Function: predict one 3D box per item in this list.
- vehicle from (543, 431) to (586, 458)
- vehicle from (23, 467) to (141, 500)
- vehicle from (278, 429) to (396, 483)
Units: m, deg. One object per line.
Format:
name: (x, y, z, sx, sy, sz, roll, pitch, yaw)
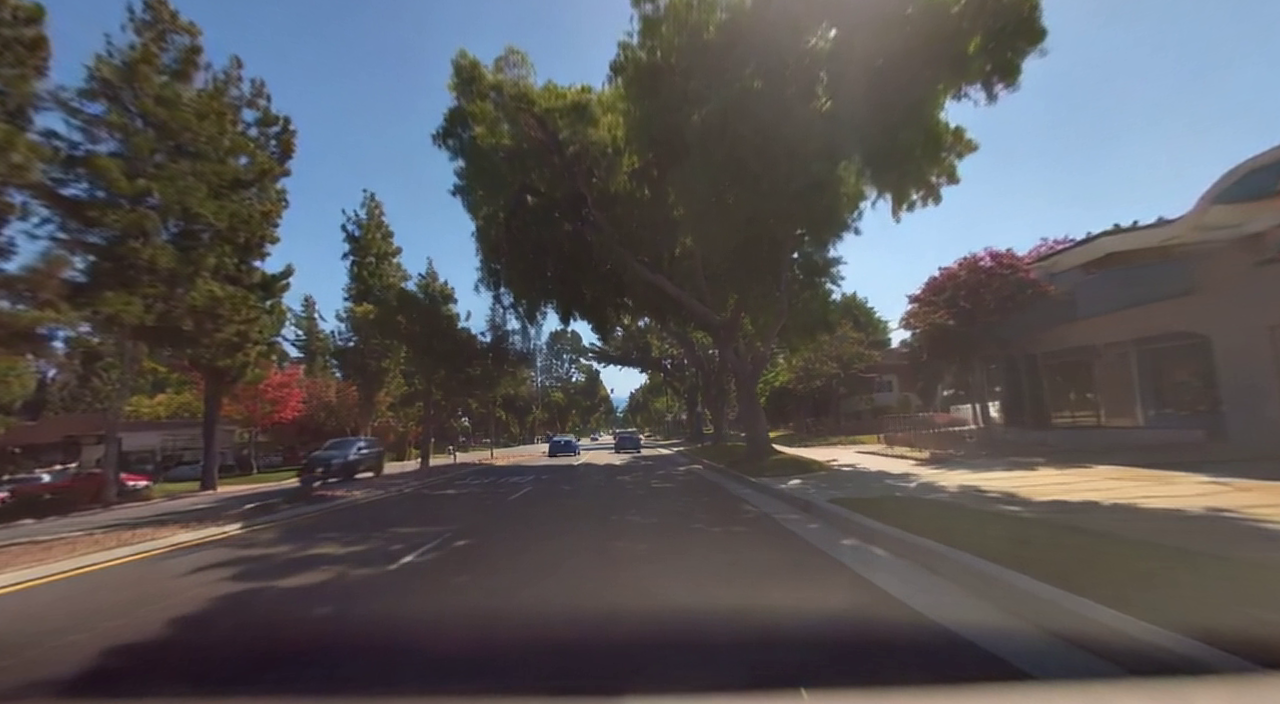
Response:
vehicle: (-4.483, 5.525, 38.044, 2.083, 1.460, 4.527, -2, -7, -1)
vehicle: (-29.752, 7.021, 33.668, 4.605, 1.453, 1.809, -2, -7, 0)
vehicle: (-12.358, 4.264, 26.219, 2.292, 1.882, 5.655, -3, -8, -2)
